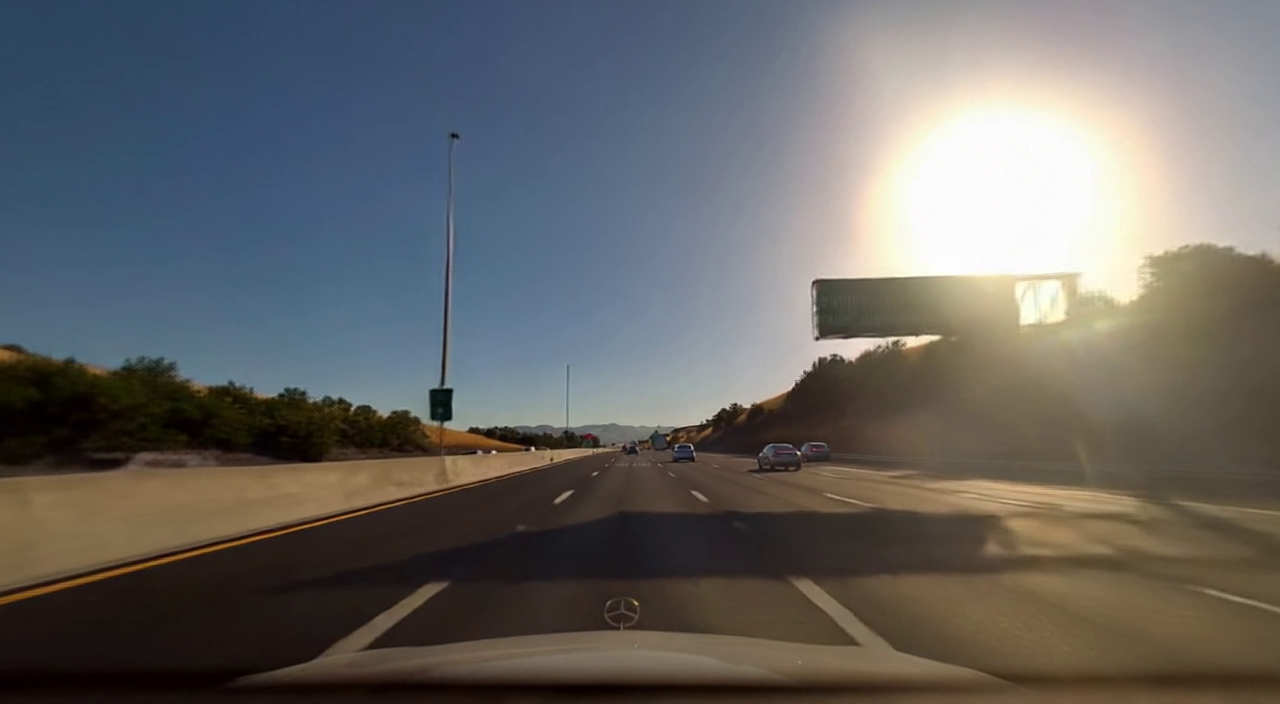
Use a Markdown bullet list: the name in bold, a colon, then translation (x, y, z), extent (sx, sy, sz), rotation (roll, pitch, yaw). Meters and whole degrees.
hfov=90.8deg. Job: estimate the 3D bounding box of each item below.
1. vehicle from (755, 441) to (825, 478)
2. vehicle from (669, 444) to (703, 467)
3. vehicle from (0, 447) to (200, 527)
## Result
- **vehicle**: translation (6.606, 4.781, 28.274), extent (2.038, 1.528, 3.910), rotation (0, -9, -2)
- **vehicle**: translation (3.268, 7.526, 46.103), extent (2.056, 1.553, 4.320), rotation (0, -9, -1)
- **vehicle**: translation (-10.906, 2.554, 12.486), extent (1.687, 1.264, 3.762), rotation (0, -8, 0)
